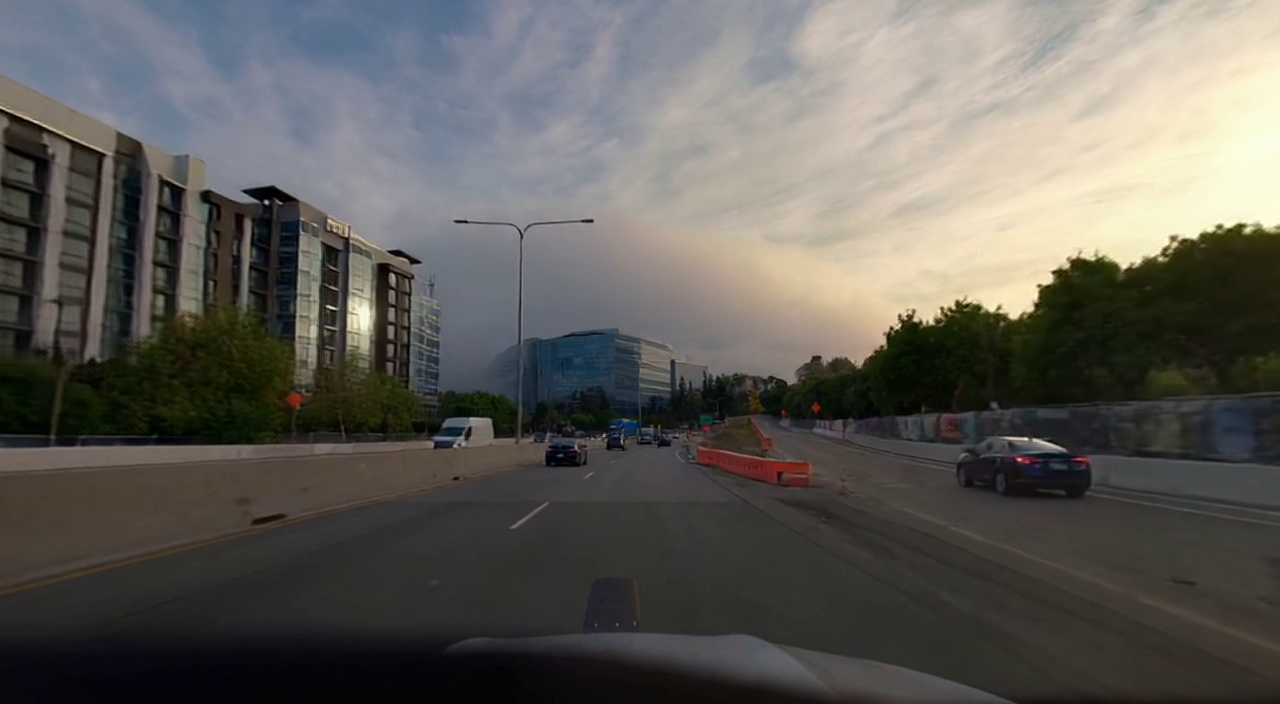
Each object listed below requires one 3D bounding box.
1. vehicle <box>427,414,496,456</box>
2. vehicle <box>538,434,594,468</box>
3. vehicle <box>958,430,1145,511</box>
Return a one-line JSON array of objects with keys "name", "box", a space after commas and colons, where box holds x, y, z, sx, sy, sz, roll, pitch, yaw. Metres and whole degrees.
[{"name": "vehicle", "box": [-12.468, 5.879, 44.729, 2.297, 2.733, 7.664, 0, -8, 3]}, {"name": "vehicle", "box": [-3.253, 4.404, 28.392, 1.848, 1.406, 4.013, 0, -8, 3]}, {"name": "vehicle", "box": [8.698, 2.472, 13.739, 1.913, 1.499, 3.581, -1, -8, 6]}]
